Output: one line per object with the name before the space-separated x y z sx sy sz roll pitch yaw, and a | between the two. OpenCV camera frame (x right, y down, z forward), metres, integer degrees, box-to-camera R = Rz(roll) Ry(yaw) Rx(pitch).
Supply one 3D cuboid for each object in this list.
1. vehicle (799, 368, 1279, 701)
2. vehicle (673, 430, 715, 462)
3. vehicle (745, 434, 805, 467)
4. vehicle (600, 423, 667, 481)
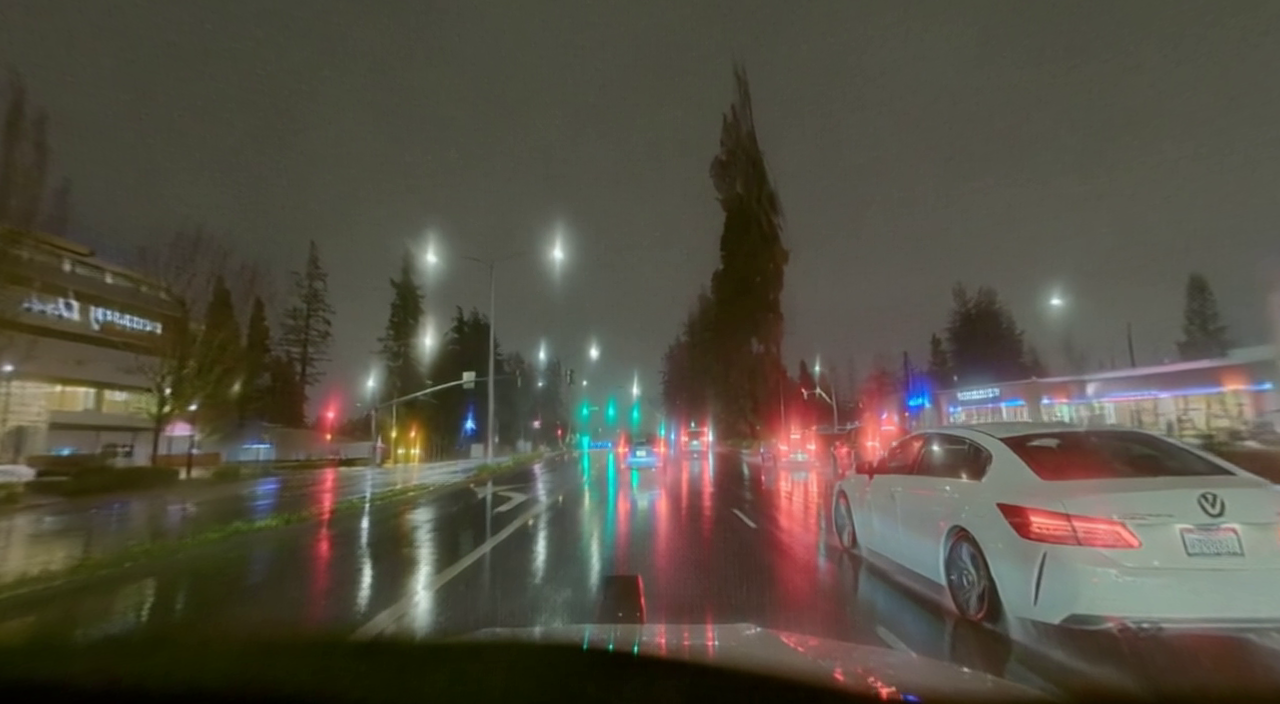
vehicle | 3.095 1.234 5.492 2.153 1.658 4.485 0 -8 -1
vehicle | 3.108 5.551 37.292 2.000 1.745 4.206 0 -8 -2
vehicle | 6.364 4.696 30.236 1.883 1.452 4.258 0 -8 -1
vehicle | -0.252 3.462 22.077 2.106 1.798 4.168 0 -8 -1
